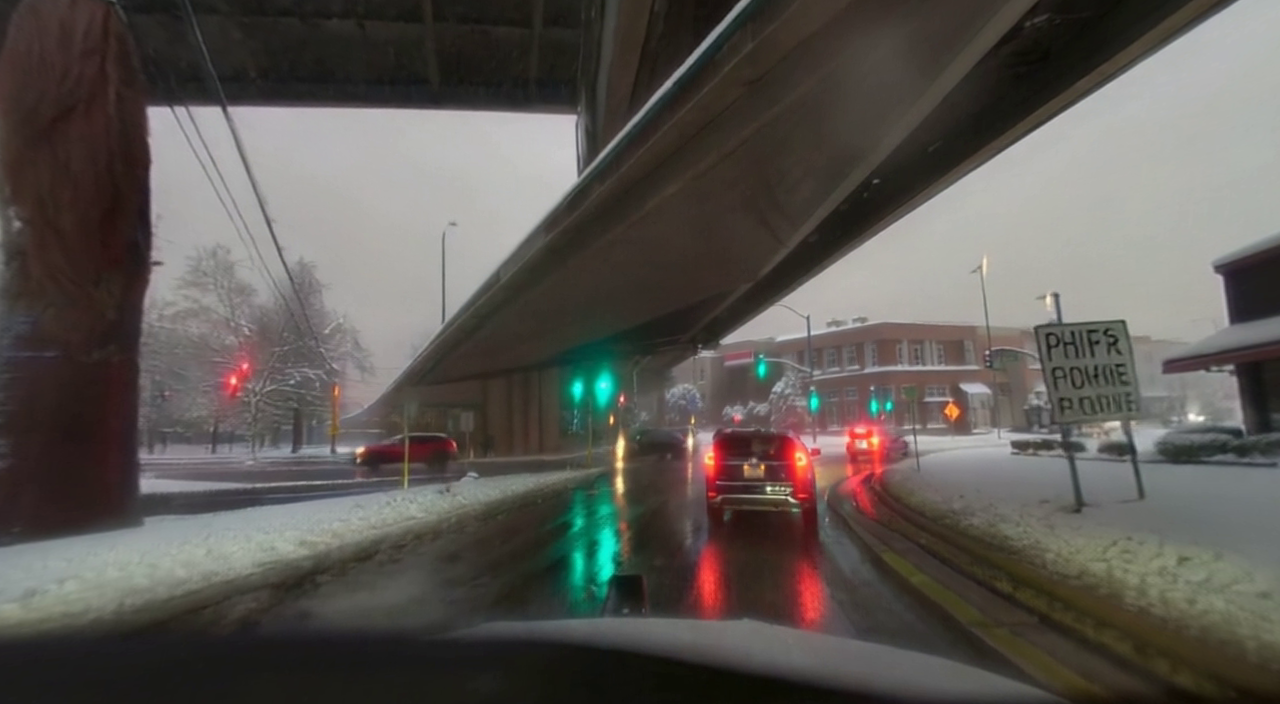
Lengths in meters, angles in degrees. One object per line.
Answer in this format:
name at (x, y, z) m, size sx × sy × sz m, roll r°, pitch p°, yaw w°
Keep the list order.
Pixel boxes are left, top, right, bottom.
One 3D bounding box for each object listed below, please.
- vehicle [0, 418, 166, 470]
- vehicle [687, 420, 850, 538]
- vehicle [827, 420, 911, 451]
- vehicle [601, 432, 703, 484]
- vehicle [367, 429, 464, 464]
vehicle at (-43.653, 7.012, 48.126) m, size 2.989 × 3.604 × 11.471 m, roll -5°, pitch -9°, yaw 27°
vehicle at (2.183, 2.067, 10.931) m, size 2.195 × 1.571 × 4.353 m, roll -2°, pitch -9°, yaw 11°
vehicle at (13.209, 4.819, 36.269) m, size 4.755 × 1.623 × 2.290 m, roll 6°, pitch -11°, yaw -38°
vehicle at (0.549, 3.491, 21.096) m, size 2.214 × 1.519 × 4.704 m, roll -3°, pitch -9°, yaw 17°
vehicle at (-12.766, 5.424, 36.157) m, size 4.827 × 1.885 × 2.008 m, roll 1°, pitch -9°, yaw -7°
